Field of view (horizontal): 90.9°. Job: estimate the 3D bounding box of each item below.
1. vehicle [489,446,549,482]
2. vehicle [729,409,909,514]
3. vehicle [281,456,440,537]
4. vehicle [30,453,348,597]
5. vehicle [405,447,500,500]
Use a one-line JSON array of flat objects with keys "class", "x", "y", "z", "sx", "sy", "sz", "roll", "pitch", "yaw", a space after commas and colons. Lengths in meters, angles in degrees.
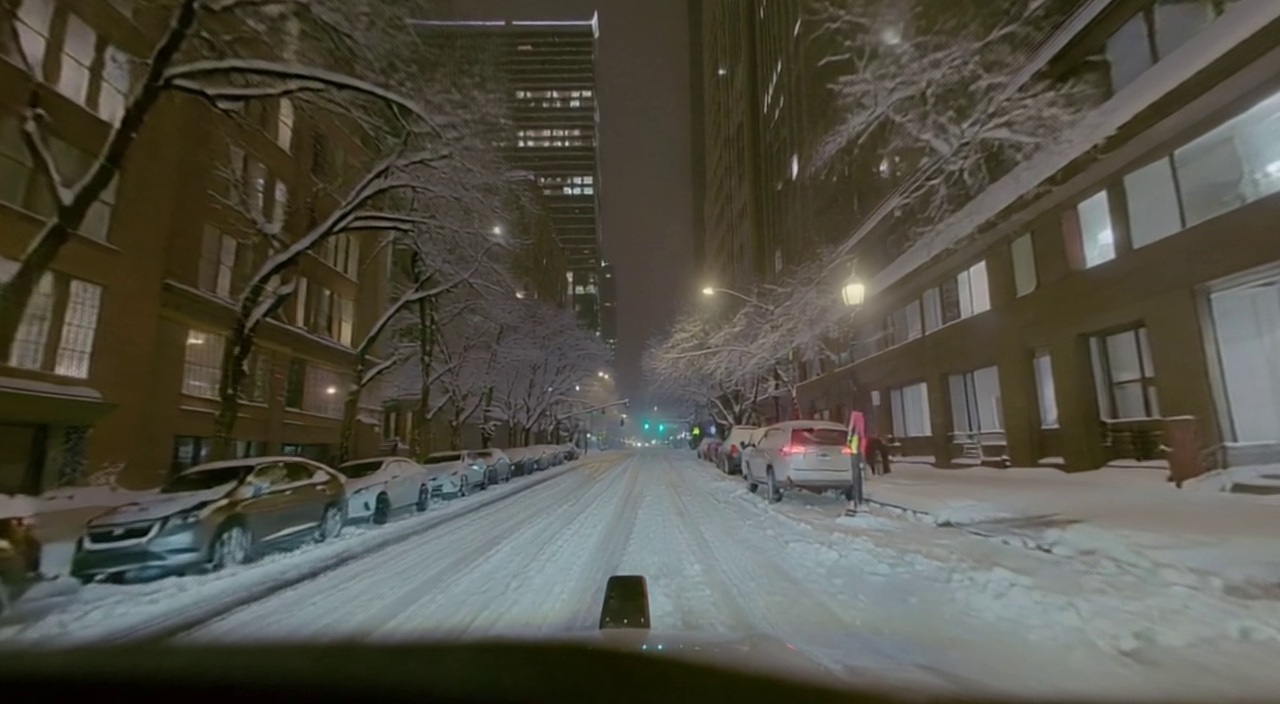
[{"class": "vehicle", "x": -6.209, "y": 5.748, "z": 32.846, "sx": 2.270, "sy": 1.539, "sz": 4.855, "roll": -4, "pitch": -8, "yaw": -2}, {"class": "vehicle", "x": 4.132, "y": 2.690, "z": 16.072, "sx": 2.568, "sy": 2.001, "sz": 5.999, "roll": -4, "pitch": -8, "yaw": -2}, {"class": "vehicle", "x": -6.726, "y": 3.461, "z": 15.867, "sx": 1.889, "sy": 1.451, "sz": 5.013, "roll": -4, "pitch": -8, "yaw": -2}, {"class": "vehicle", "x": -6.831, "y": 2.576, "z": 10.417, "sx": 1.944, "sy": 1.574, "sz": 4.717, "roll": -4, "pitch": -8, "yaw": -2}, {"class": "vehicle", "x": -6.509, "y": 4.209, "z": 22.406, "sx": 2.110, "sy": 1.498, "sz": 4.555, "roll": -4, "pitch": -8, "yaw": -2}]
